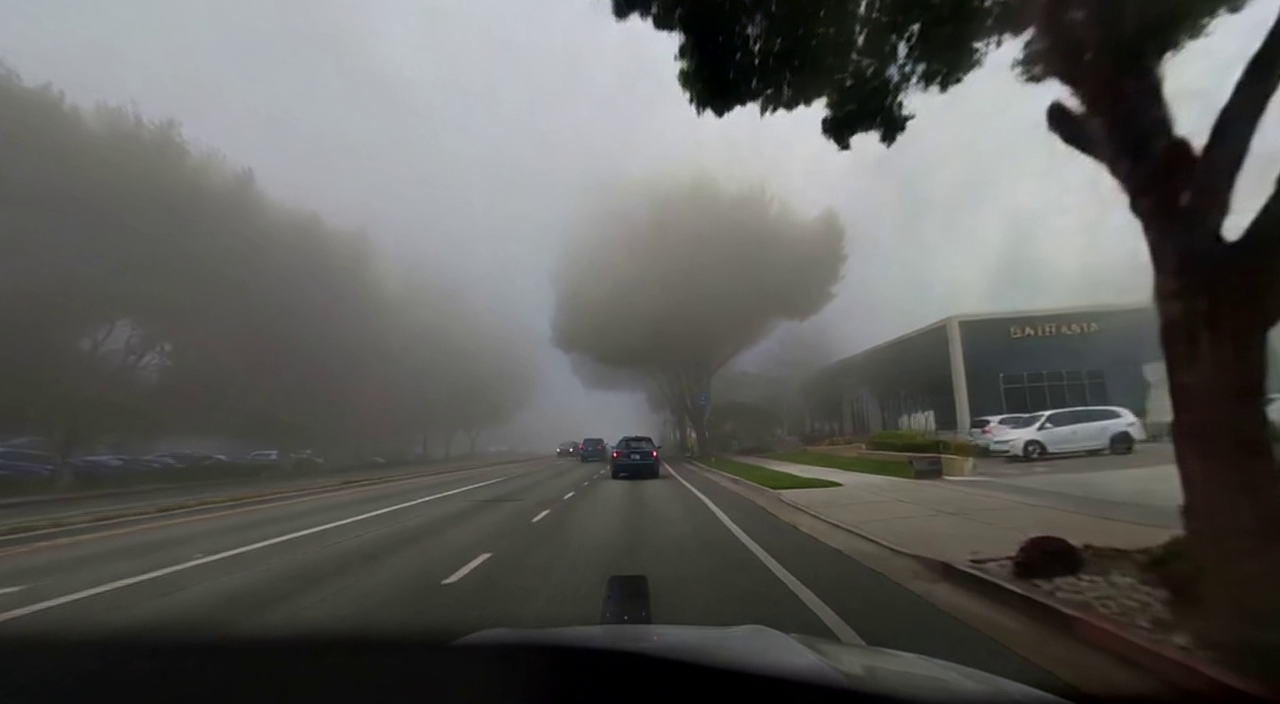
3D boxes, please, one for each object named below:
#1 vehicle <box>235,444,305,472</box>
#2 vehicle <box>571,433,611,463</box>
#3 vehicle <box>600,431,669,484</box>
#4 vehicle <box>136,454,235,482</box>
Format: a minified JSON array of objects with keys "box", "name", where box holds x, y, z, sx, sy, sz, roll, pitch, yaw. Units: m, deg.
[{"box":[-24.450,7.012,41.843,1.791,1.724,4.432,0,-8,2],"name":"vehicle"},{"box":[-3.168,6.359,42.116,2.064,1.859,5.154,0,-8,2],"name":"vehicle"},{"box":[-0.140,3.558,21.585,2.108,1.612,4.246,0,-8,1],"name":"vehicle"},{"box":[-26.312,6.673,36.539,4.553,1.479,1.768,-1,-8,7],"name":"vehicle"}]
